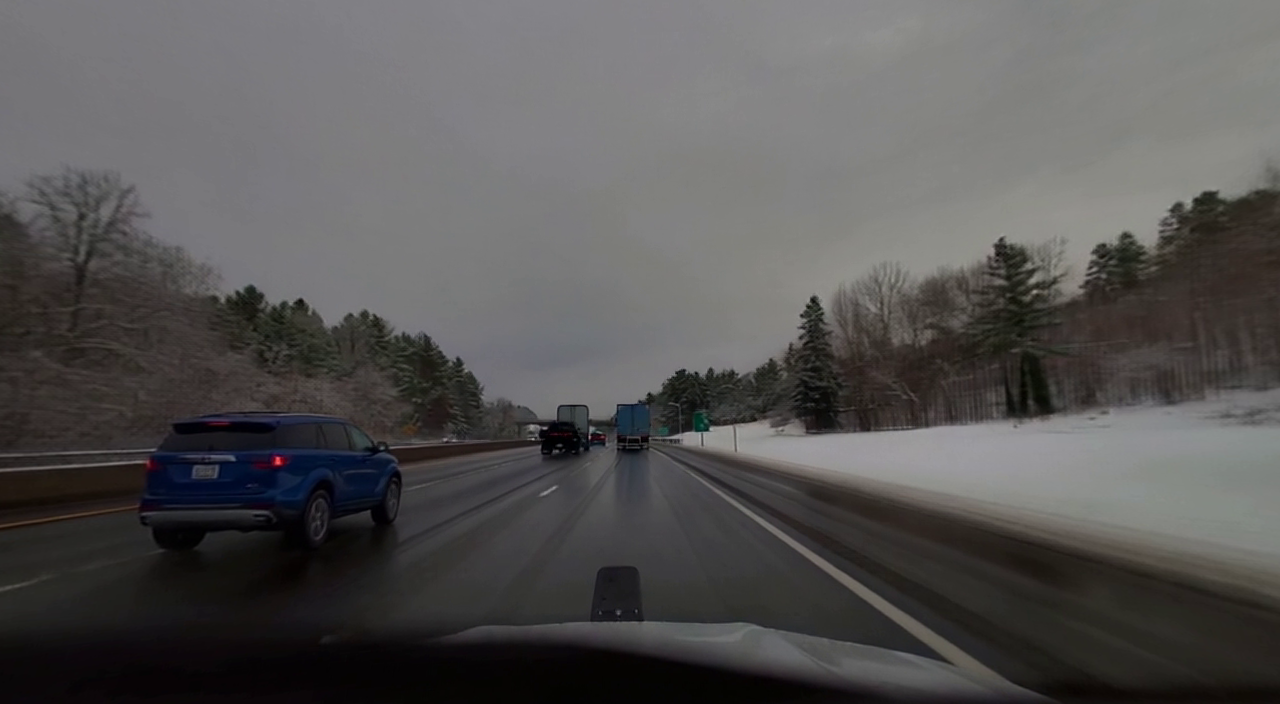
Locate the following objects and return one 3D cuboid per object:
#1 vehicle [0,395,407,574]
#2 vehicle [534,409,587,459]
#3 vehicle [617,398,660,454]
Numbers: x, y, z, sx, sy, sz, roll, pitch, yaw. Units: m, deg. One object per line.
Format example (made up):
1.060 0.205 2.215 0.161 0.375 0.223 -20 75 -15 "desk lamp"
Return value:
-4.944 1.549 8.216 2.089 1.669 4.515 0 -8 -1 "vehicle"
-4.599 4.861 37.317 2.383 2.726 5.677 0 -8 0 "vehicle"
-0.242 5.918 49.738 3.078 3.955 8.774 0 -8 -2 "vehicle"
